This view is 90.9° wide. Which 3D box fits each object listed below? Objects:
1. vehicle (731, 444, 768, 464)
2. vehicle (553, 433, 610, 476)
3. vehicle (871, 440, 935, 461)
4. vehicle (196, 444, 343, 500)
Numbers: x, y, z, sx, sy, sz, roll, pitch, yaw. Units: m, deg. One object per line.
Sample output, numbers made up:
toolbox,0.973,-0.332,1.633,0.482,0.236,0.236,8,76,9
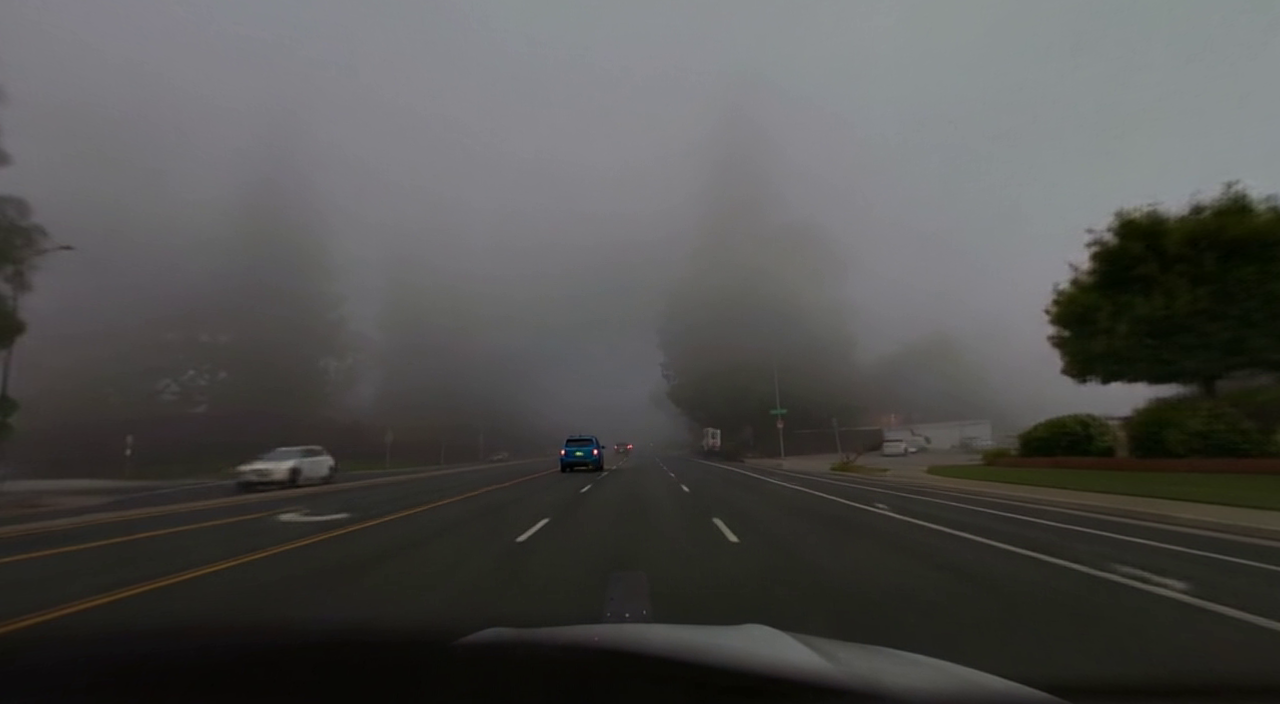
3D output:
vehicle,8.329,7.784,48.327,1.976,1.445,4.909,0,-8,0
vehicle,-2.714,4.880,30.258,2.179,1.851,4.756,0,-8,1
vehicle,19.891,7.448,47.862,1.864,1.523,4.176,5,-10,-29
vehicle,-12.643,4.074,21.984,2.210,1.720,4.800,0,-8,0
